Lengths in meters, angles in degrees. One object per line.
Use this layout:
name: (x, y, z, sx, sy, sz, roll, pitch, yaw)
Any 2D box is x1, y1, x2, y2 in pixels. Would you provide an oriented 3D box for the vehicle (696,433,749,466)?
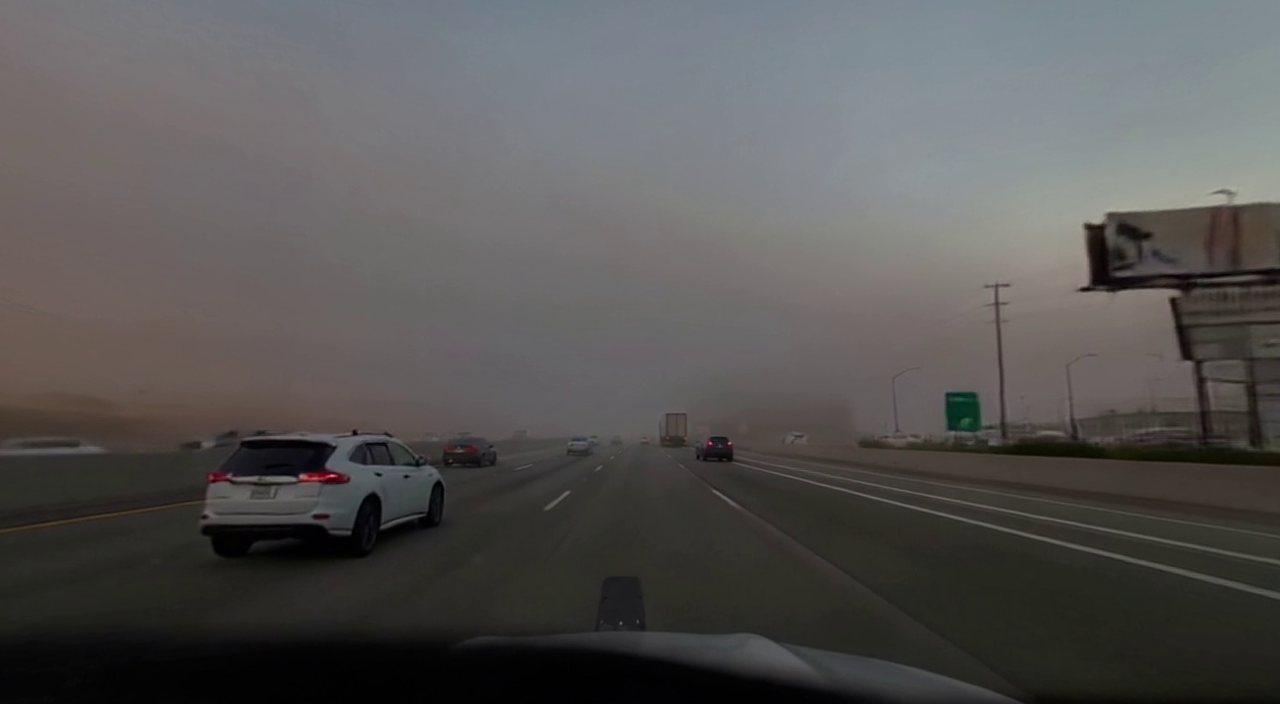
vehicle: (4.145, 5.014, 32.352, 2.135, 1.532, 4.506, 1, -9, 0)

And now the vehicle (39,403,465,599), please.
vehicle: (-3.658, 1.494, 7.137, 2.008, 1.504, 4.264, 0, -9, 2)

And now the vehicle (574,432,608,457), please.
vehicle: (-3.300, 6.385, 43.247, 2.001, 1.577, 4.055, 0, -9, 0)
